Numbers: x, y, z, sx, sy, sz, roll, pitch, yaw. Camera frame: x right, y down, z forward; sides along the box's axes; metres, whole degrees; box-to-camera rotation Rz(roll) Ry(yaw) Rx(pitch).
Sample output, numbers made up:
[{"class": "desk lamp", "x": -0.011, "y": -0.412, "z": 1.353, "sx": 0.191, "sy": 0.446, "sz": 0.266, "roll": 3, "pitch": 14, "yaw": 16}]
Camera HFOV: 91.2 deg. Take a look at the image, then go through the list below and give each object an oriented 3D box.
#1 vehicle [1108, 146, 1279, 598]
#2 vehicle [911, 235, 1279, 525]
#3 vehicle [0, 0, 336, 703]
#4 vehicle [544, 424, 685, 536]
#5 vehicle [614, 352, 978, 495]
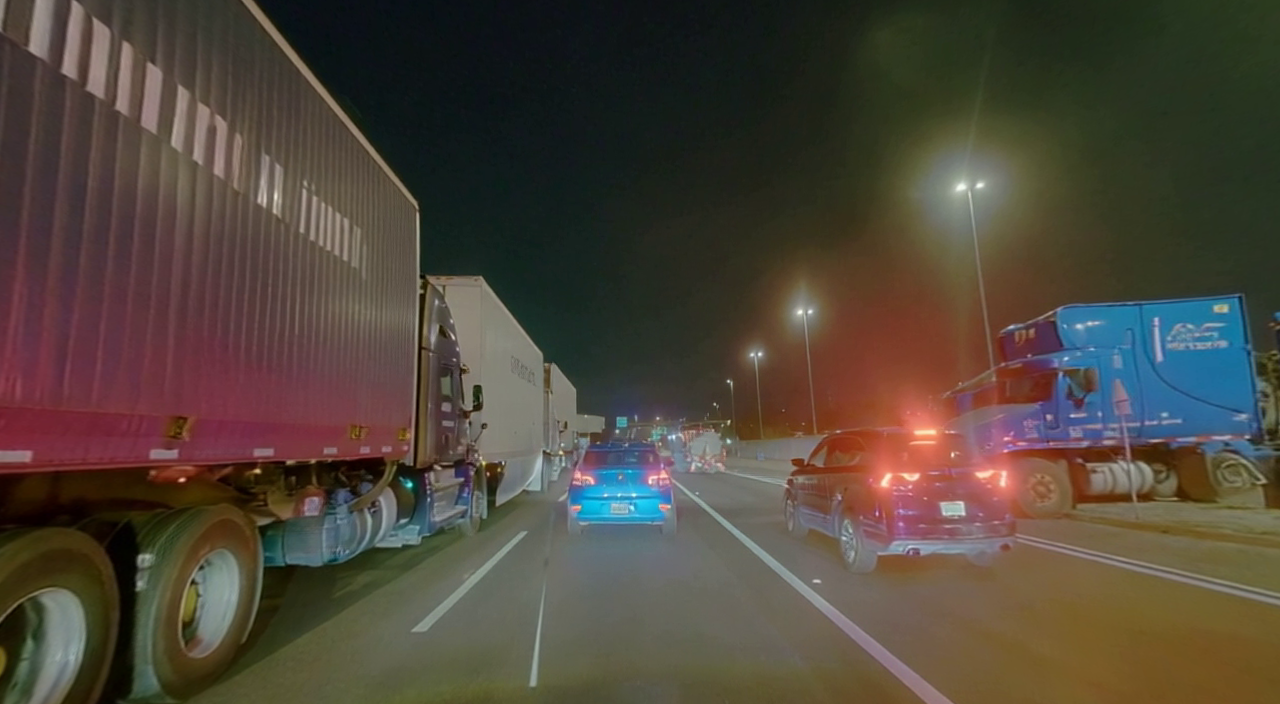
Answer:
[{"class": "vehicle", "x": 11.163, "y": -0.364, "z": 3.108, "sx": 13.564, "sy": 4.152, "sz": 3.110, "roll": -9, "pitch": -12, "yaw": 42}, {"class": "vehicle", "x": 10.744, "y": 0.458, "z": 9.733, "sx": 11.409, "sy": 4.186, "sz": 2.923, "roll": -8, "pitch": -12, "yaw": 41}, {"class": "vehicle", "x": -3.953, "y": -0.190, "z": 0.456, "sx": 2.986, "sy": 3.391, "sz": 9.523, "roll": 0, "pitch": -9, "yaw": -2}, {"class": "vehicle", "x": -0.402, "y": 2.270, "z": 11.631, "sx": 2.140, "sy": 1.682, "sz": 3.971, "roll": 0, "pitch": -9, "yaw": 0}, {"class": "vehicle", "x": 4.738, "y": 2.987, "z": 24.497, "sx": 2.877, "sy": 4.124, "sz": 14.516, "roll": 4, "pitch": -10, "yaw": -41}]
